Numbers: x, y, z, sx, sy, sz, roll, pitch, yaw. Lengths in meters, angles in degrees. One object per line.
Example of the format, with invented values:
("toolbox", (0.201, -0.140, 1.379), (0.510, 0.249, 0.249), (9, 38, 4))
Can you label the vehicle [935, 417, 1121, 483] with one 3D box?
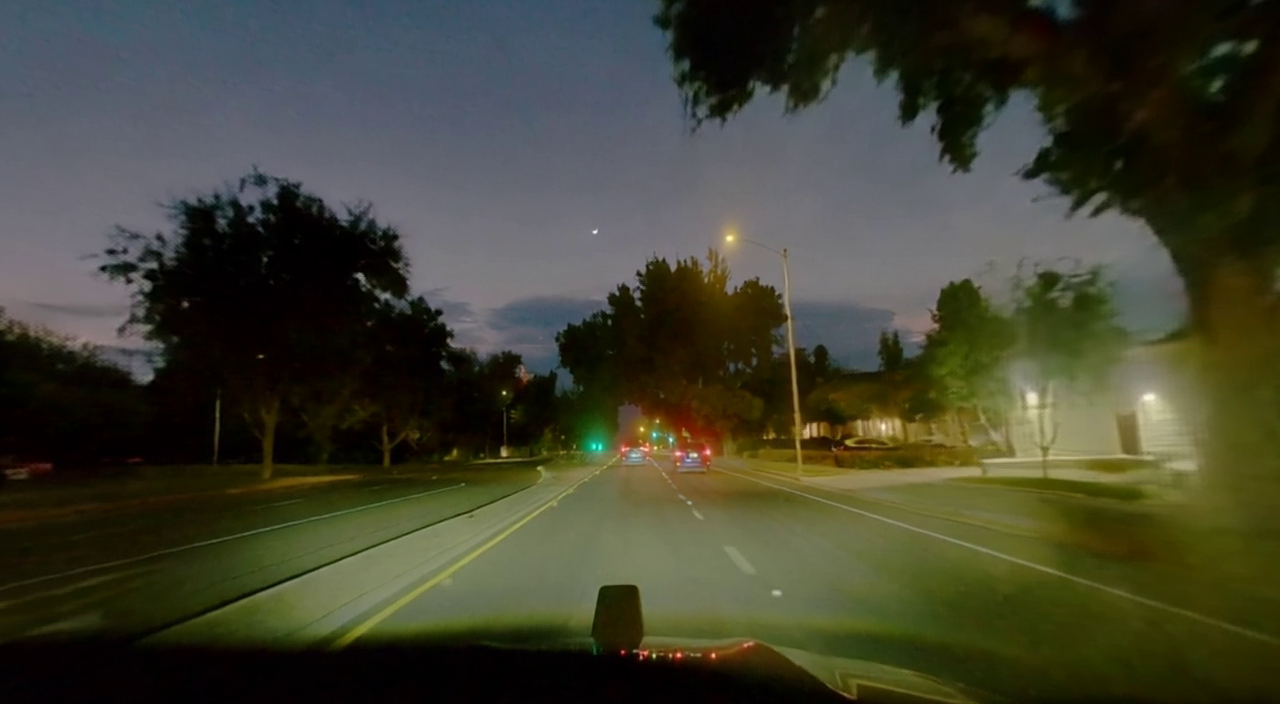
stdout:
("vehicle", (11.191, 2.869, 18.464), (2.047, 1.682, 4.074), (8, -12, -40))

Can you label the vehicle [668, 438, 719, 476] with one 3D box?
("vehicle", (2.425, 4.886, 29.630), (2.003, 1.614, 4.072), (0, -8, -1))

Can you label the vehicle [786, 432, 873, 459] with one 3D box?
("vehicle", (11.282, 5.605, 37.836), (4.557, 1.509, 1.971), (-8, -12, 44))

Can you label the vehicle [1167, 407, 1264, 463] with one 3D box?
("vehicle", (18.740, 2.743, 20.494), (1.996, 1.607, 4.492), (-8, -12, 44))

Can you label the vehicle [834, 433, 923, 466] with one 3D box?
("vehicle", (11.343, 4.643, 30.183), (1.799, 1.431, 3.486), (8, -12, -44))

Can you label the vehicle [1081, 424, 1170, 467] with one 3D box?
("vehicle", (18.910, 3.619, 24.499), (1.997, 1.465, 5.075), (-8, -12, 44))

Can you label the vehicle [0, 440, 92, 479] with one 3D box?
("vehicle", (-33.489, 5.690, 33.702), (5.899, 1.996, 2.367), (5, -10, -29))

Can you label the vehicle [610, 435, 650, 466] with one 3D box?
("vehicle", (-0.656, 6.570, 42.192), (2.488, 1.881, 4.814), (0, -8, -1))
